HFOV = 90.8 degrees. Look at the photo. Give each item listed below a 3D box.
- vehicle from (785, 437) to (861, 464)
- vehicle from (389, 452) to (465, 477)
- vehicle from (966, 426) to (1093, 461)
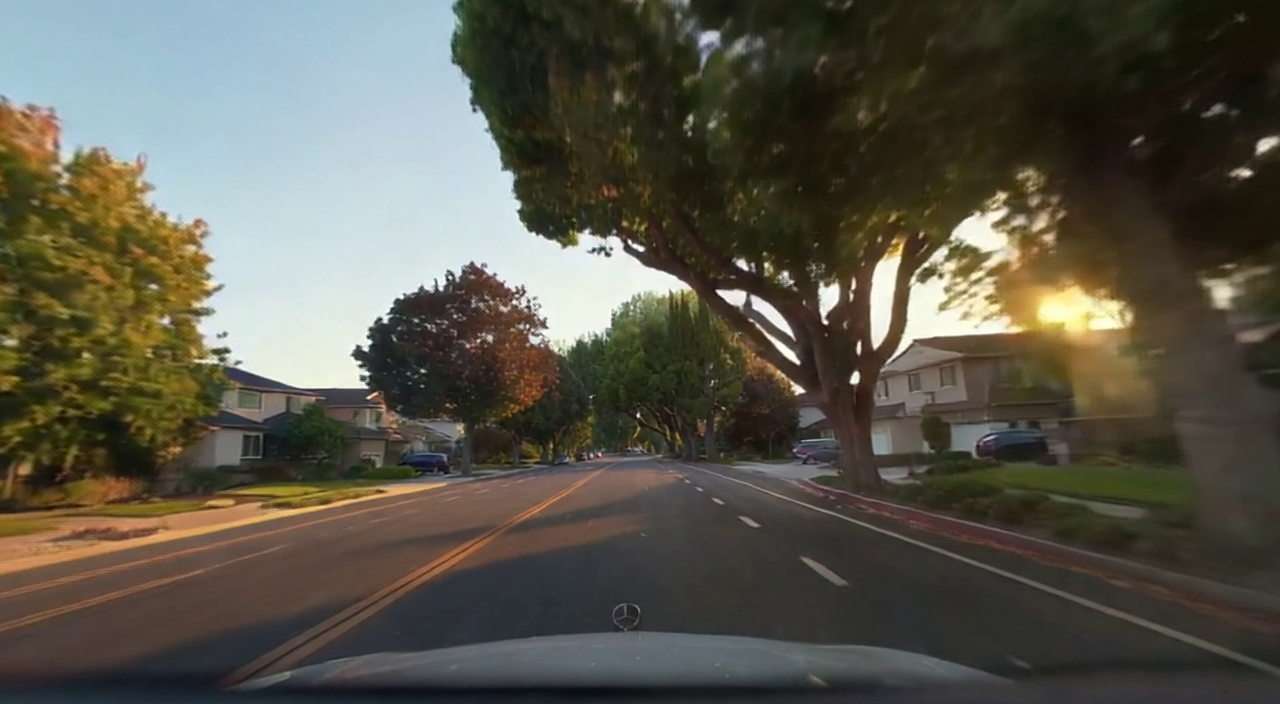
[{"bbox_3d":[12.003,6.493,41.638,4.392,1.685,1.959,1,-8,-4],"label":"vehicle"},{"bbox_3d":[-15.679,8.277,46.714,4.859,1.780,2.031,0,-9,2],"label":"vehicle"},{"bbox_3d":[16.897,4.046,27.610,1.867,1.390,4.234,4,-10,-34],"label":"vehicle"}]
